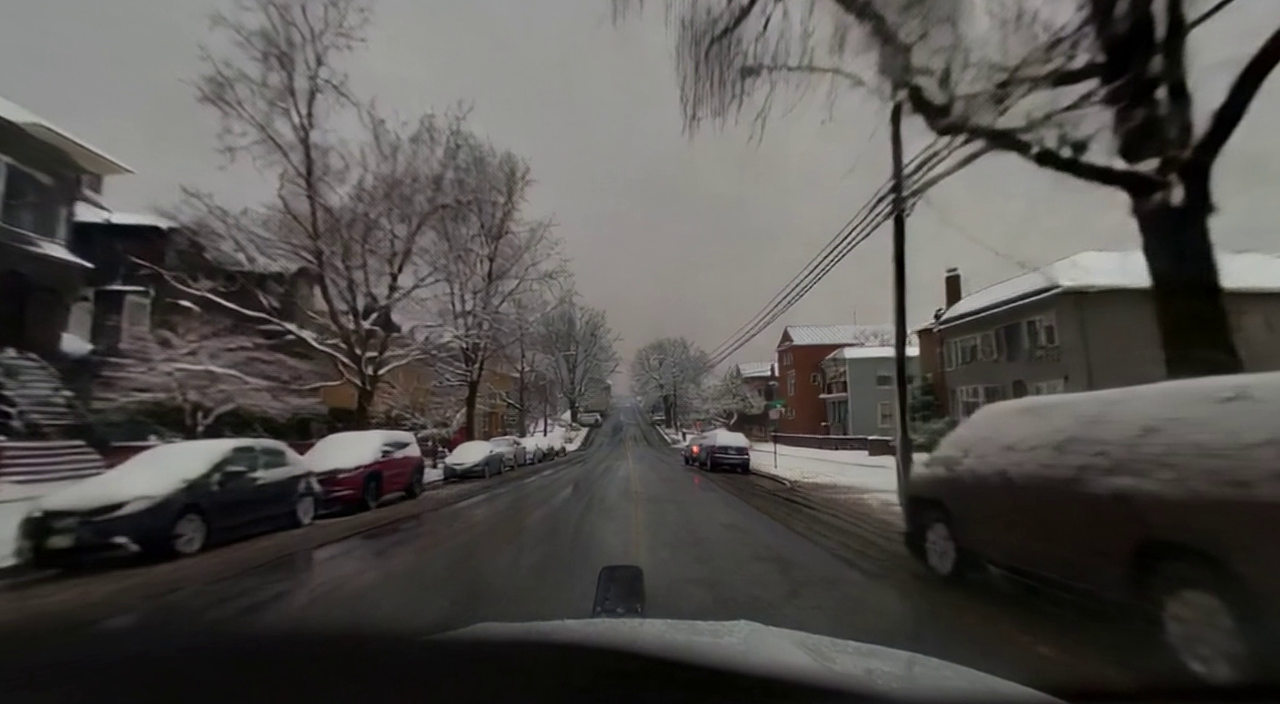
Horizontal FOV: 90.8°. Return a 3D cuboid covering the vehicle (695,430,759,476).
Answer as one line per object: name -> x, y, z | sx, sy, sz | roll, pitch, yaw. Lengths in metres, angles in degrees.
vehicle -> 3.545, 4.191, 26.526 | 1.952, 1.738, 4.518 | 0, -8, -1

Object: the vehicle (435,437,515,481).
vehicle -> -5.984, 3.921, 23.451 | 2.003, 1.489, 4.051 | 0, -8, -2

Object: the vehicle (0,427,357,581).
vehicle -> -5.795, 1.814, 8.475 | 1.998, 1.485, 4.476 | 0, -8, -1

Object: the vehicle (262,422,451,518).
vehicle -> -5.710, 2.425, 13.514 | 1.958, 1.682, 4.536 | 0, -8, -1

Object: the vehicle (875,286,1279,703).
vehicle -> 3.633, 0.981, 4.282 | 2.158, 1.977, 4.750 | 0, -8, -1
